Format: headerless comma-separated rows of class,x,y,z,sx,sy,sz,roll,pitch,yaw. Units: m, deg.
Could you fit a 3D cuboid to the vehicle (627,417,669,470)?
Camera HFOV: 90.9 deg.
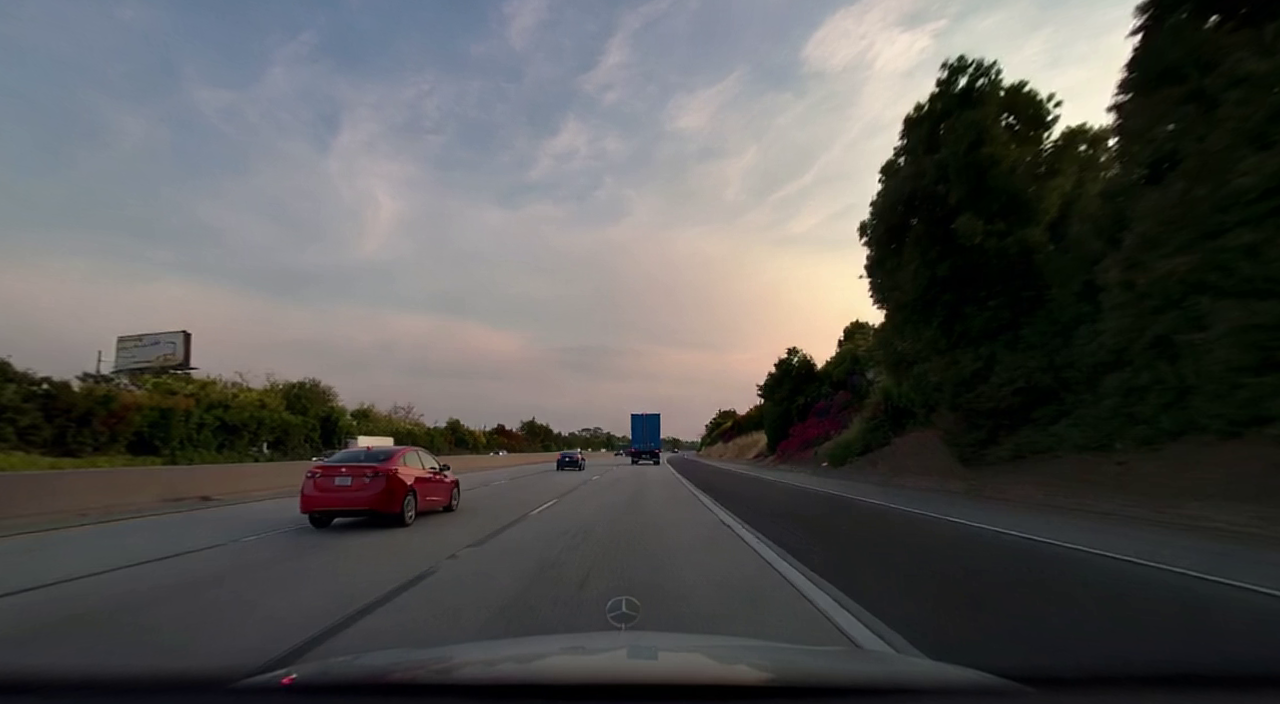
vehicle,0.533,7.014,48.099,2.893,3.628,9.081,0,-9,0

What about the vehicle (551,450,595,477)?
vehicle,-3.755,6.297,35.963,1.981,1.435,4.199,0,-9,1

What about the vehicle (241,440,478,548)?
vehicle,-4.409,2.287,10.871,2.010,1.461,4.391,0,-9,1
